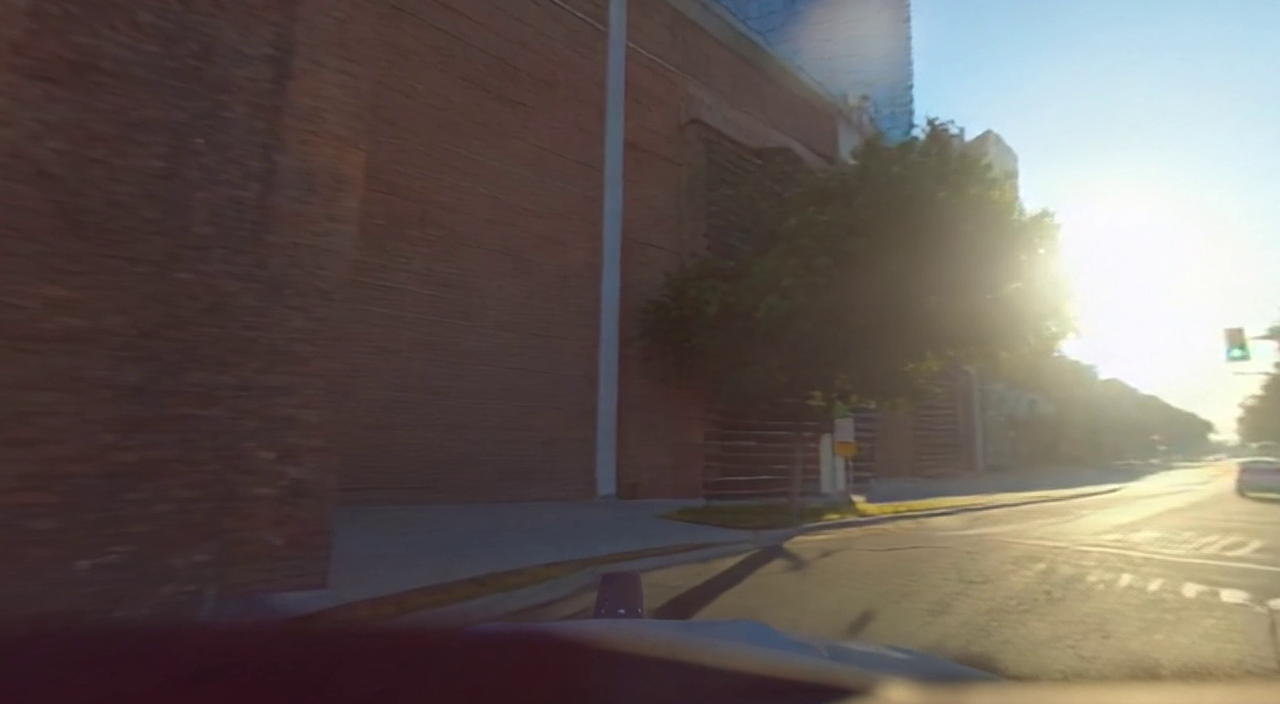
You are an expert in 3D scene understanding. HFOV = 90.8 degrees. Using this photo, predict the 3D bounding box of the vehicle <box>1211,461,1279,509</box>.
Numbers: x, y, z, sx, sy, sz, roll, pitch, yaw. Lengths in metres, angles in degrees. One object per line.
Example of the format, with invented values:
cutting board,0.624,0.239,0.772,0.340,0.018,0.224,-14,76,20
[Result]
vehicle,24.686,5.234,25.191,4.551,1.657,2.218,8,-11,-41
